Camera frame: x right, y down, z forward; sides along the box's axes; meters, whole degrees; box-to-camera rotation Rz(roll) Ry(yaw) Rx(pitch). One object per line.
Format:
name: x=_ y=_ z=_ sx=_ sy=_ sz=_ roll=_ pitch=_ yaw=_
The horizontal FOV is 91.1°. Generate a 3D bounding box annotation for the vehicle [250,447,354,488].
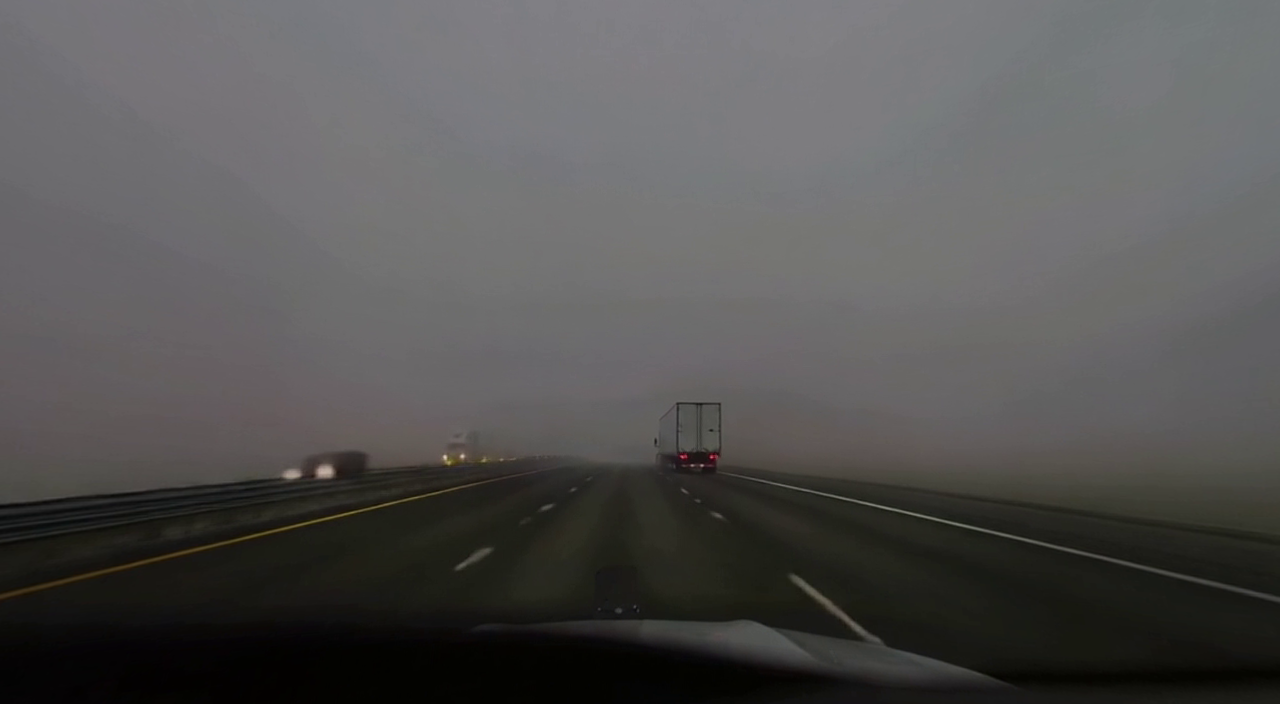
vehicle: x=-14.310 y=4.883 z=26.952 sx=2.002 sy=1.594 sz=4.402 roll=0 pitch=-9 yaw=-1

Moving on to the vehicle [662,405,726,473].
vehicle: x=3.429 y=6.219 z=44.060 sx=3.037 sy=3.999 sz=13.133 roll=0 pitch=-9 yaw=-1
